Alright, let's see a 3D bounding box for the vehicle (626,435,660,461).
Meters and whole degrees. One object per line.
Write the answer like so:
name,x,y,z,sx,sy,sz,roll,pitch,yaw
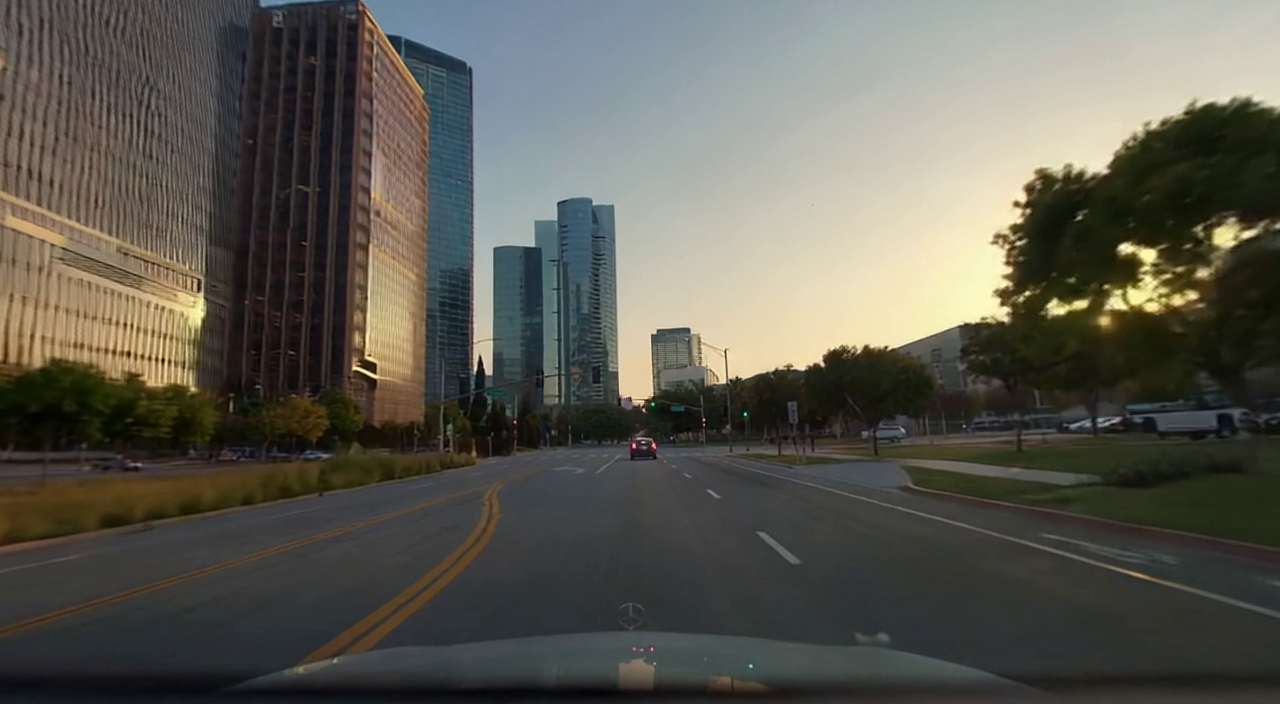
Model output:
vehicle,0.160,6.422,42.314,2.184,1.640,4.086,0,-8,-1
